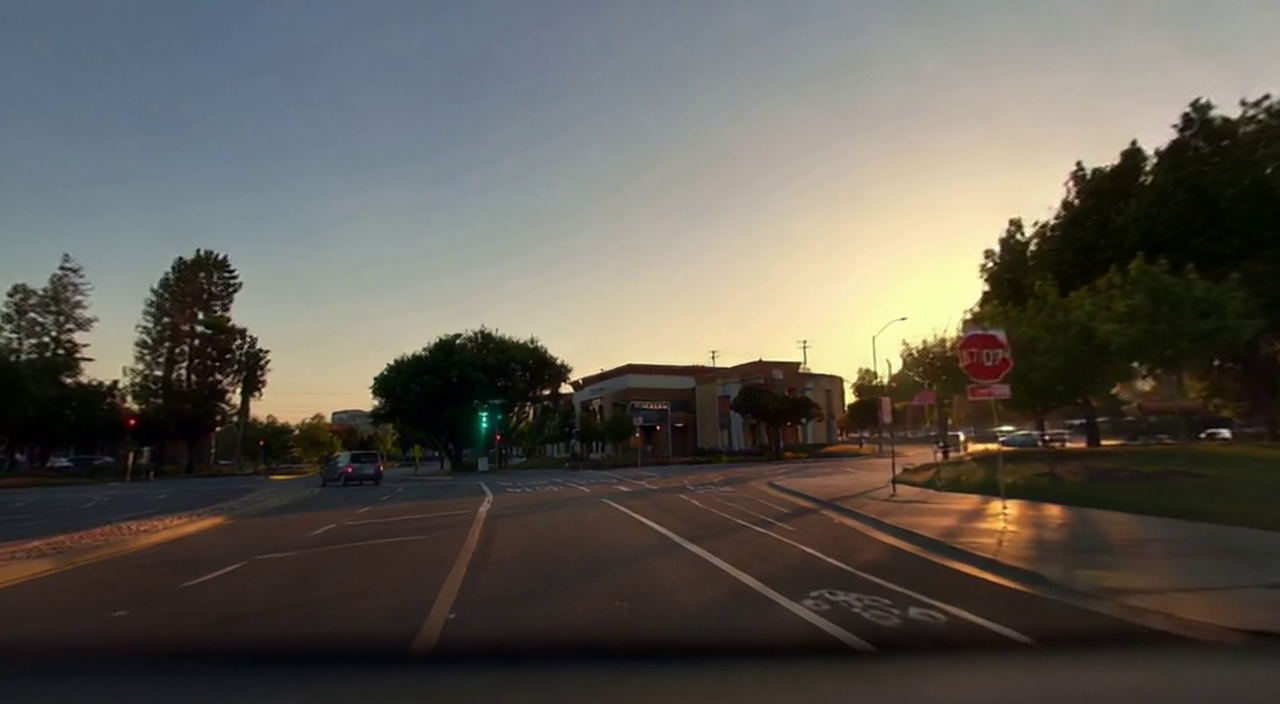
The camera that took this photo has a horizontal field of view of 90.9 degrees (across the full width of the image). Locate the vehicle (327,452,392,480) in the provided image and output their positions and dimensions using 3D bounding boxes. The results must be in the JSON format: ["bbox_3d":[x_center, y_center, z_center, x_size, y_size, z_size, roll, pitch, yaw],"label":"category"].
[{"bbox_3d":[-21.054,8.560,47.176,5.570,1.923,2.336,-10,-14,42],"label":"vehicle"}]
